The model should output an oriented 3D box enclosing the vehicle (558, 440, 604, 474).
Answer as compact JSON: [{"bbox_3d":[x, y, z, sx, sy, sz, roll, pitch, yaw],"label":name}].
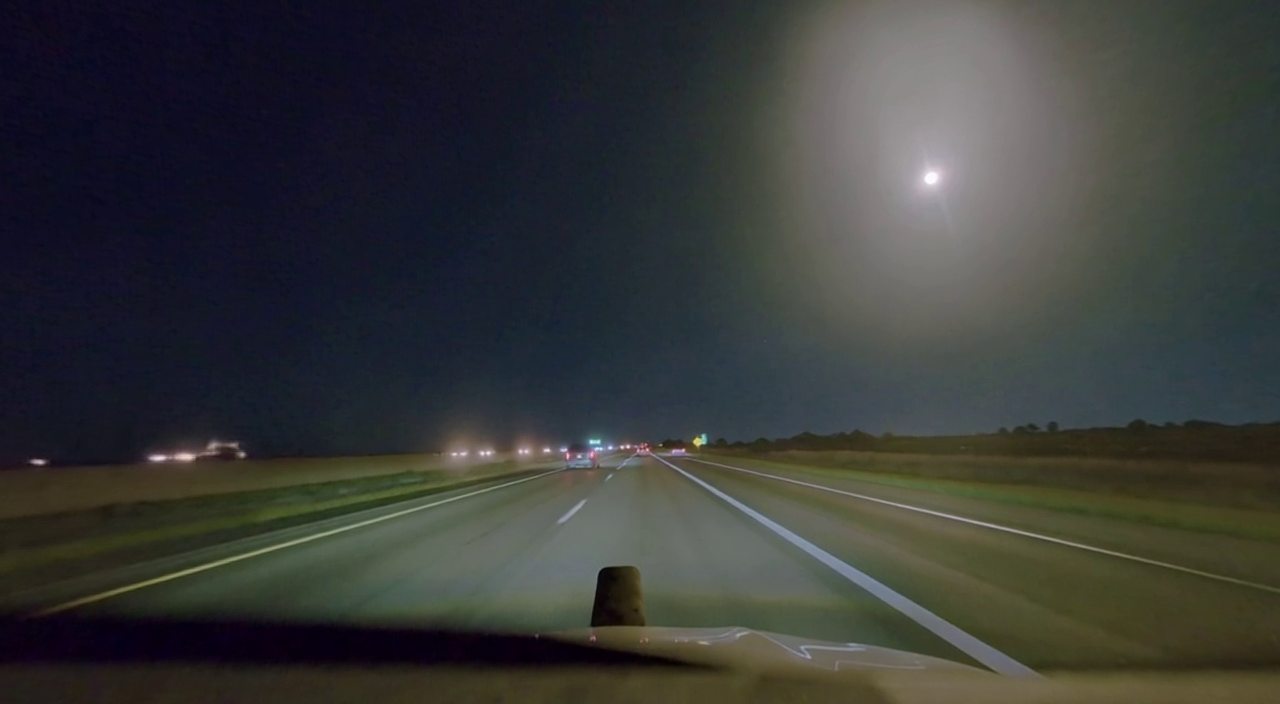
[{"bbox_3d":[-3.128,5.681,34.310,2.070,1.707,4.309,0,-9,1],"label":"vehicle"}]

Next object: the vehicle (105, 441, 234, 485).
[{"bbox_3d":[-24.600,5.800,33.314,2.249,2.109,5.818,0,-9,0],"label":"vehicle"}]
